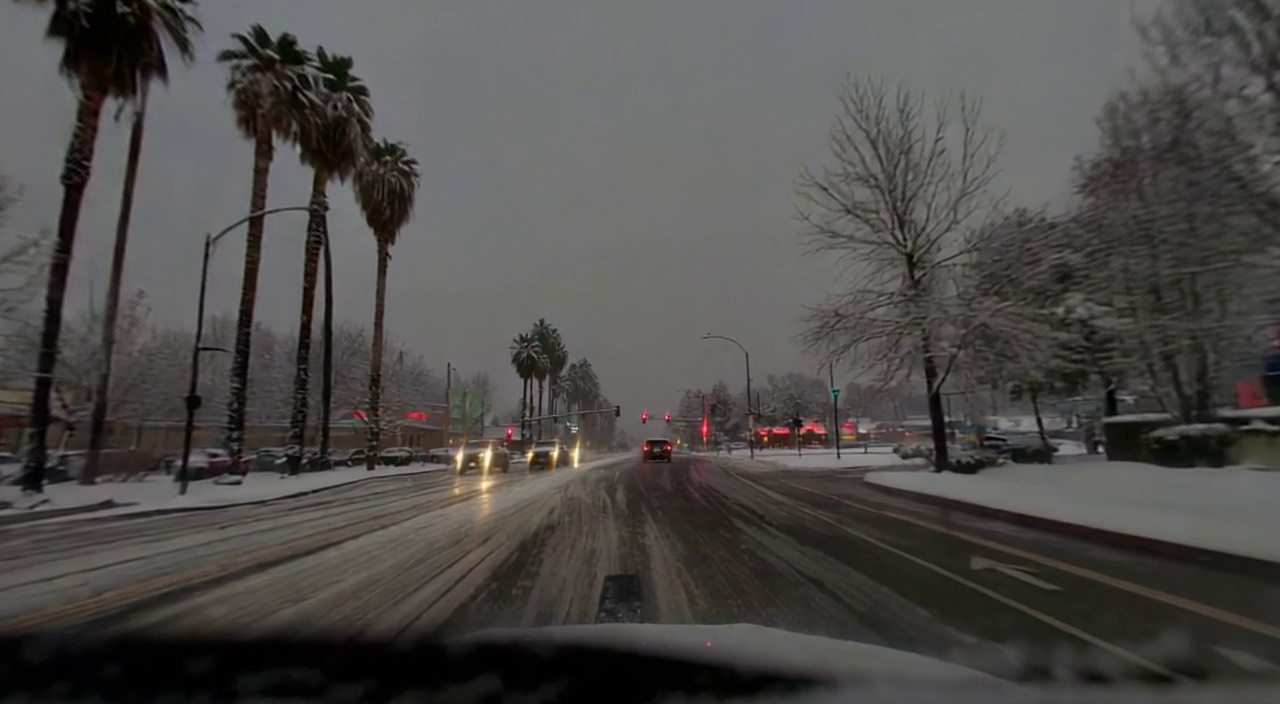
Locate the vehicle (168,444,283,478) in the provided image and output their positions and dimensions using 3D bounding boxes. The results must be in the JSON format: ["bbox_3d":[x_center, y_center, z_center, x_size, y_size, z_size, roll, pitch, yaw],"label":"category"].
[{"bbox_3d":[-21.750,5.735,33.146,4.498,1.729,2.102,0,-9,0],"label":"vehicle"}]

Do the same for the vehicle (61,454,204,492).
[{"bbox_3d":[-21.814,5.211,27.195,4.552,1.389,1.779,-2,-11,-2],"label":"vehicle"}]

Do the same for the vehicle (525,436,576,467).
[{"bbox_3d":[-5.962,6.730,42.698,2.551,1.995,5.615,0,-9,1],"label":"vehicle"}]

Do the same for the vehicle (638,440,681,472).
[{"bbox_3d":[0.948,5.315,32.418,2.065,1.507,4.225,0,-9,1],"label":"vehicle"}]

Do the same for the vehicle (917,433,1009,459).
[{"bbox_3d":[18.098,5.302,35.403,4.140,1.422,1.869,0,-9,-2],"label":"vehicle"}]

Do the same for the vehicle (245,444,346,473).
[{"bbox_3d":[-21.413,6.655,39.282,5.050,1.758,2.134,0,-9,2],"label":"vehicle"}]

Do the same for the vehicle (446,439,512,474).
[{"bbox_3d":[-9.793,6.394,38.841,2.328,1.976,5.915,0,-8,2],"label":"vehicle"}]
